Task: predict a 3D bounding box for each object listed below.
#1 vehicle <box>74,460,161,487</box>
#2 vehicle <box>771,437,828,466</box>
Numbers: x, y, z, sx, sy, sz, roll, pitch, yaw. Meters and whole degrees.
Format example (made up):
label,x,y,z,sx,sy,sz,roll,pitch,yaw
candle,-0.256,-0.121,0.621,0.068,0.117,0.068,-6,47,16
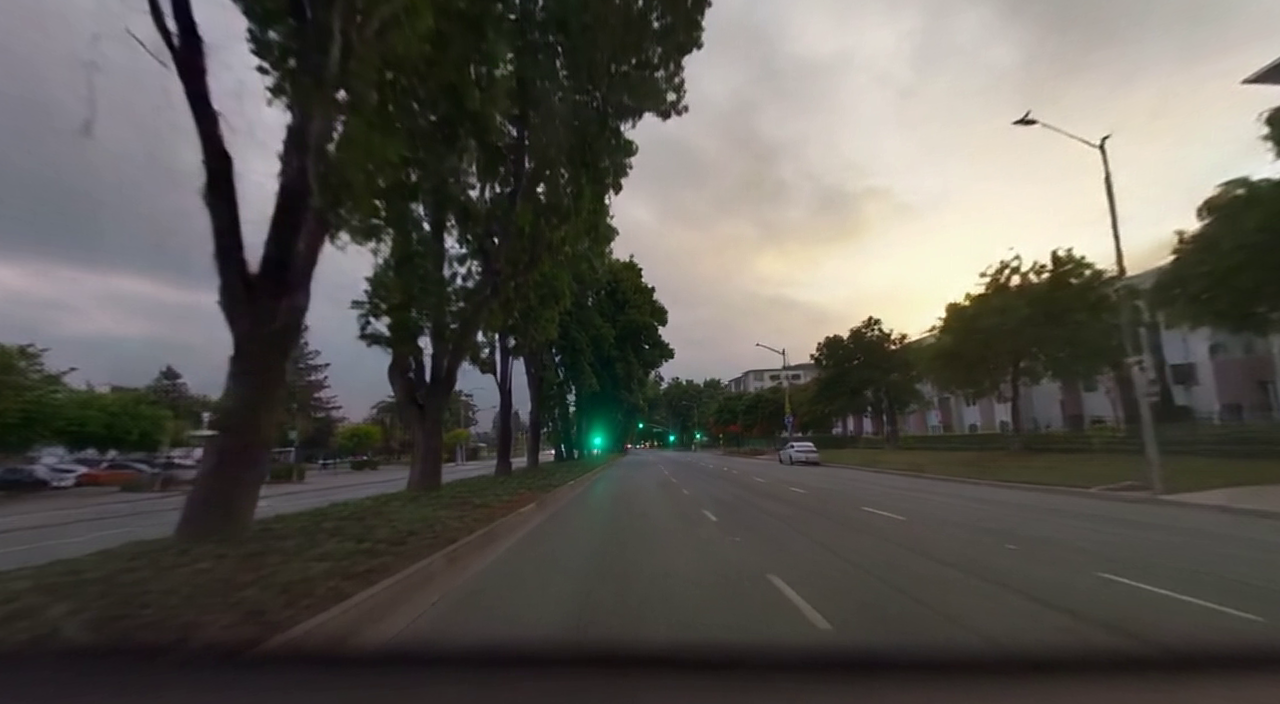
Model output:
label,x,y,z,sx,sy,sz,roll,pitch,yaw
vehicle,-30.851,7.191,37.354,3.652,1.488,1.678,-1,-8,3
vehicle,9.961,6.251,39.837,2.051,1.726,4.898,0,-8,-3
